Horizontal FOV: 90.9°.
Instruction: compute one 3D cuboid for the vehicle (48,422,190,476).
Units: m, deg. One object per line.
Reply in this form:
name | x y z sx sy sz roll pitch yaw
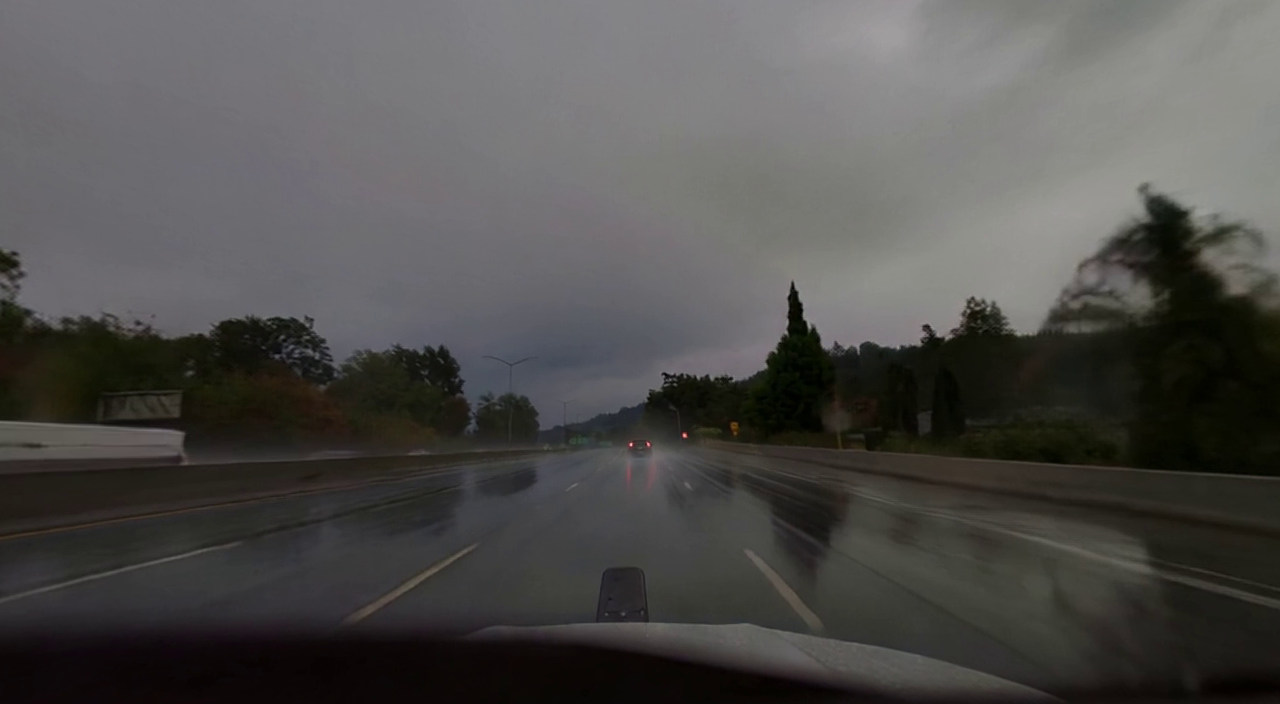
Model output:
vehicle | -35.304 6.610 43.256 2.651 3.367 7.994 0 -8 2
